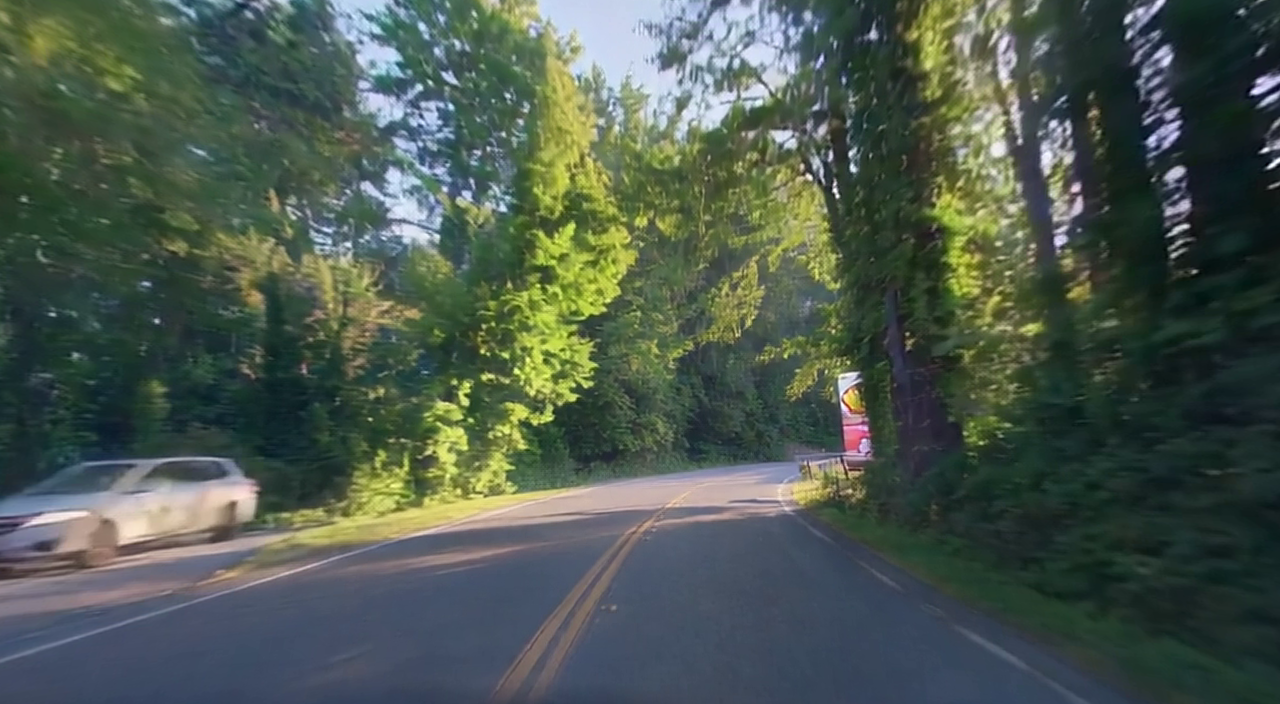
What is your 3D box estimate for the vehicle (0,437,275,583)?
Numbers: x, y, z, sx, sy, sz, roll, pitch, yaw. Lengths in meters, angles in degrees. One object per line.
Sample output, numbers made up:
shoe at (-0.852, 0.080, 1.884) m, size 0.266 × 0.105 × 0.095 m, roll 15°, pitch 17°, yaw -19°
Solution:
vehicle at (-6.852, 1.864, 8.178) m, size 1.811 × 1.428 × 3.647 m, roll -1°, pitch -9°, yaw 4°
